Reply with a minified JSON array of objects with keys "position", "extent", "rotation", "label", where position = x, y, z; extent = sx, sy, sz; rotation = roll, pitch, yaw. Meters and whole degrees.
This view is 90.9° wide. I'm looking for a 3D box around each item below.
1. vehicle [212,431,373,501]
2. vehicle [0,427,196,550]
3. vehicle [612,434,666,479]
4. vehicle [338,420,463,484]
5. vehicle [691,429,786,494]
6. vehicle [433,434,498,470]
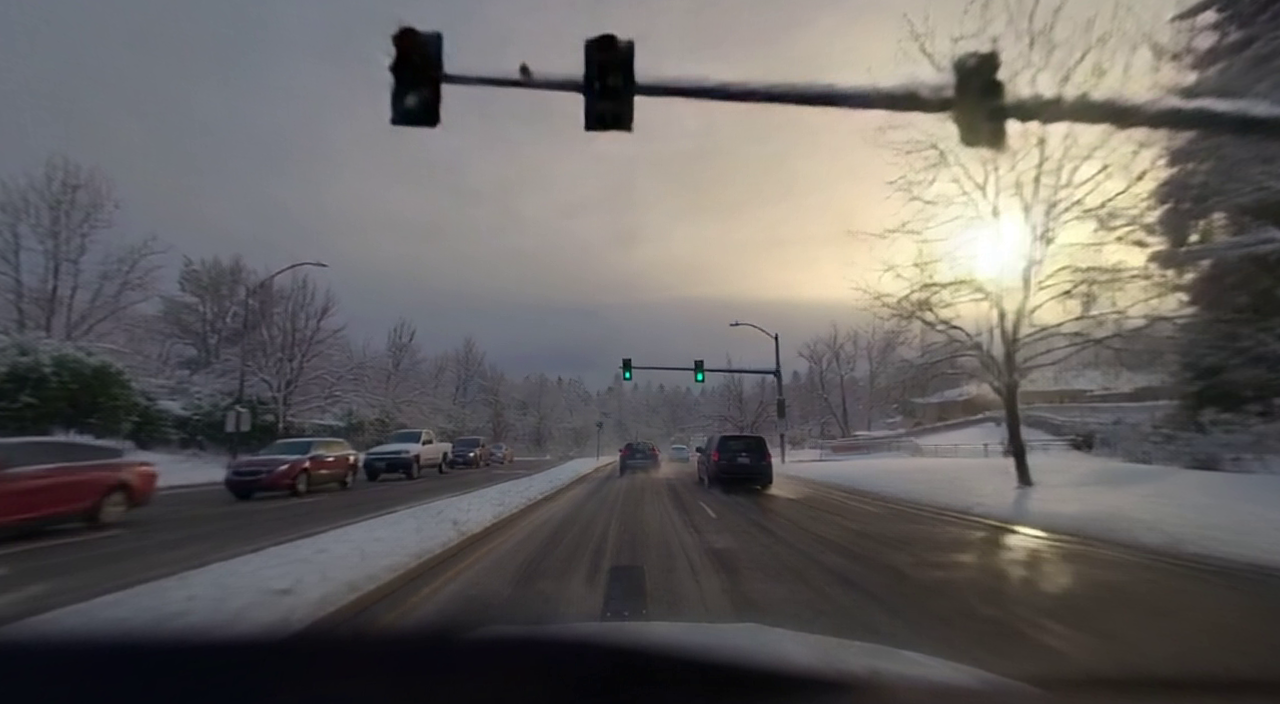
[{"position":[-9.288,3.054,17.359],"extent":[1.988,1.663,4.316],"rotation":[0,-8,-1],"label":"vehicle"},{"position":[-9.022,1.828,8.688],"extent":[2.140,1.510,5.005],"rotation":[0,-8,0],"label":"vehicle"},{"position":[-0.069,4.606,28.001],"extent":[2.185,1.822,4.391],"rotation":[0,-8,-1],"label":"vehicle"},{"position":[-9.055,3.883,24.784],"extent":[2.037,2.113,7.185],"rotation":[0,-8,1],"label":"vehicle"},{"position":[2.934,3.379,19.792],"extent":[2.166,1.799,4.372],"rotation":[0,-8,-1],"label":"vehicle"},{"position":[-9.091,5.270,33.353],"extent":[1.893,1.735,5.318],"rotation":[0,-8,0],"label":"vehicle"}]
